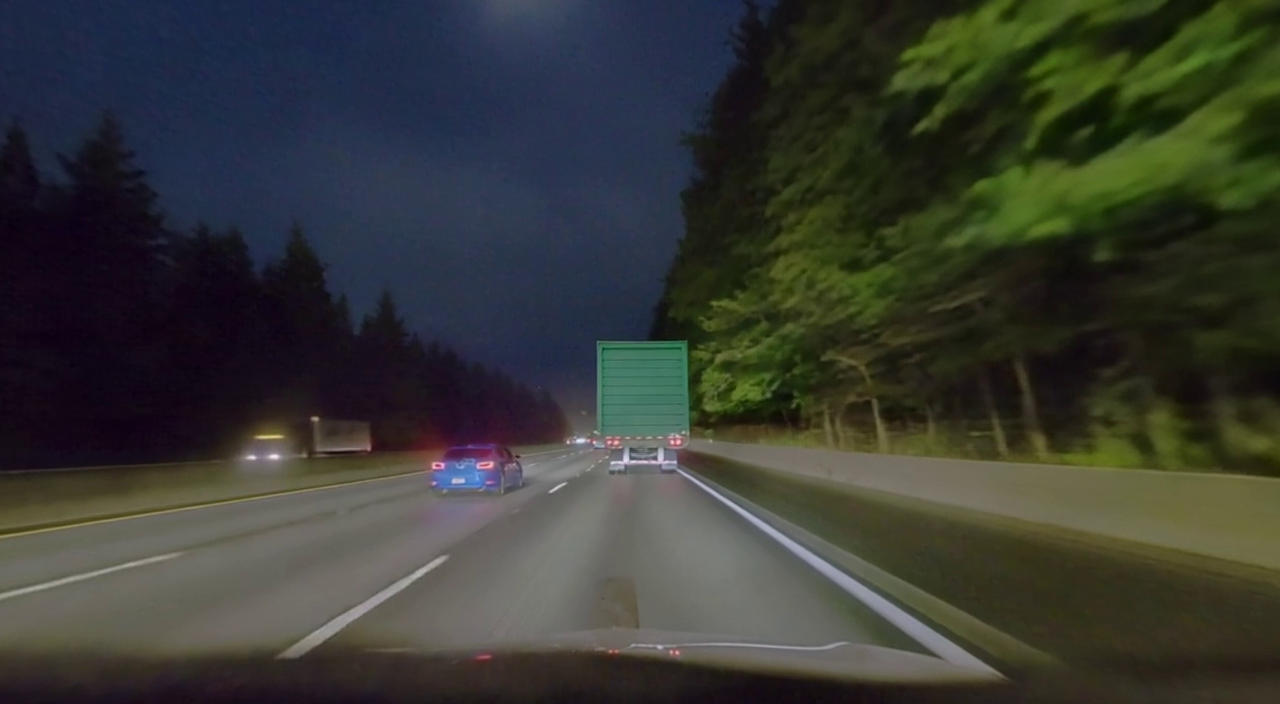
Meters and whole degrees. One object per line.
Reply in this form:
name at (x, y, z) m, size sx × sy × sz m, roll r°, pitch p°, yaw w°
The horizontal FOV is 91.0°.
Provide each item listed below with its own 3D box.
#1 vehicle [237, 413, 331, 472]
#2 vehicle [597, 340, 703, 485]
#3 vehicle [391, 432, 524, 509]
vehicle at (-24.645, 6.319, 43.997) m, size 2.965 × 3.823 × 5.994 m, roll 0°, pitch -8°, yaw -1°
vehicle at (0.165, 2.481, 23.591) m, size 3.073 × 4.196 × 10.546 m, roll 0°, pitch -8°, yaw -1°
vehicle at (-4.068, 2.690, 14.802) m, size 1.854 × 1.530 × 4.268 m, roll 0°, pitch -8°, yaw 0°
